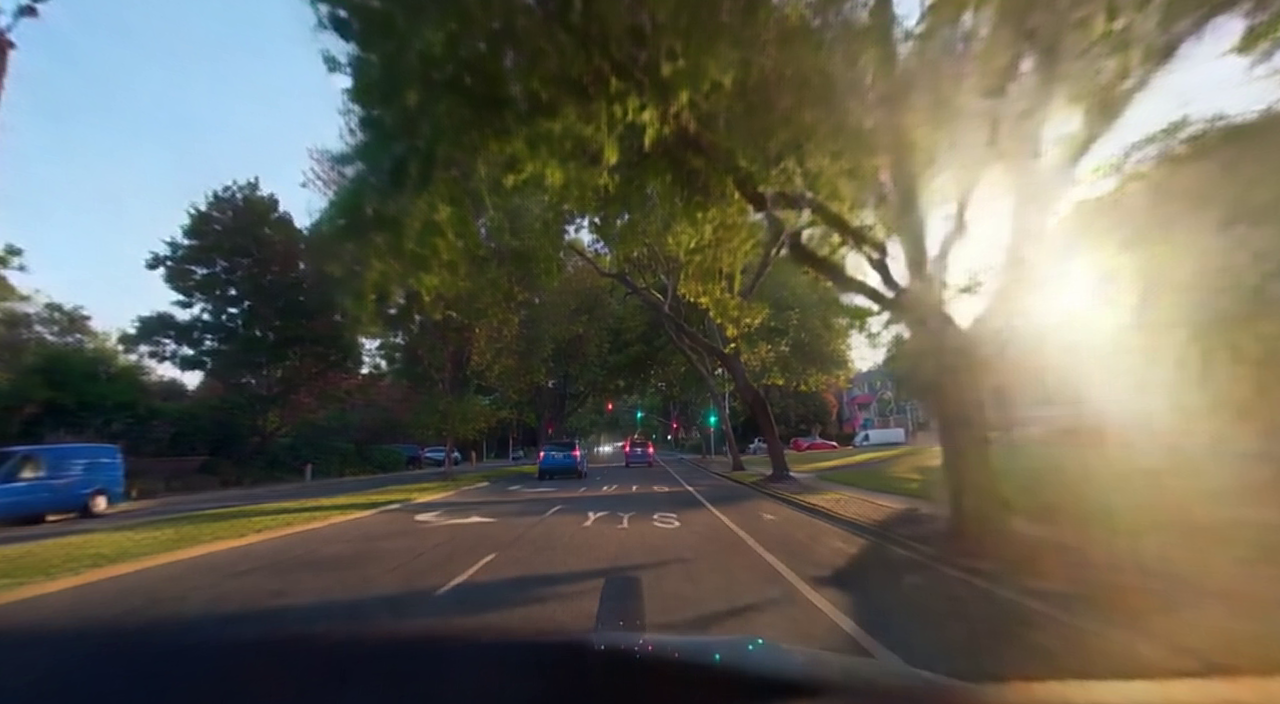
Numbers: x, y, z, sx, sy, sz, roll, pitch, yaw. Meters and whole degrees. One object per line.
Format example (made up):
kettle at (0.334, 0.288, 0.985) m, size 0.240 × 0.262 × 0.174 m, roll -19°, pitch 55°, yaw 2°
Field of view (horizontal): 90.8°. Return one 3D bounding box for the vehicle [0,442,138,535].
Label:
vehicle at (-14.033, 2.940, 13.936) m, size 1.996 × 1.886 × 4.692 m, roll 0°, pitch -8°, yaw 0°

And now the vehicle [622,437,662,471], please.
vehicle at (0.055, 5.668, 35.315) m, size 2.088 × 1.735 × 4.801 m, roll 0°, pitch -8°, yaw -1°

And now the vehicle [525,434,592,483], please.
vehicle at (-3.121, 4.185, 25.133) m, size 2.097 × 1.755 × 4.336 m, roll 0°, pitch -8°, yaw 0°
